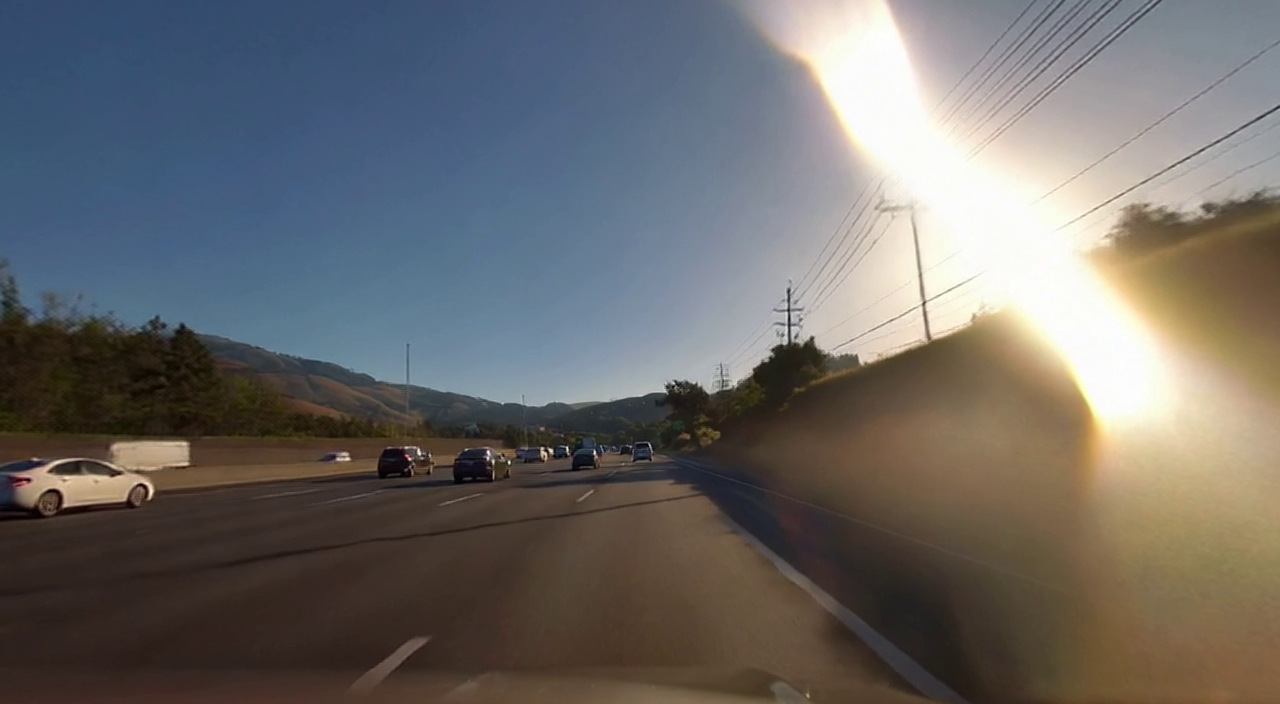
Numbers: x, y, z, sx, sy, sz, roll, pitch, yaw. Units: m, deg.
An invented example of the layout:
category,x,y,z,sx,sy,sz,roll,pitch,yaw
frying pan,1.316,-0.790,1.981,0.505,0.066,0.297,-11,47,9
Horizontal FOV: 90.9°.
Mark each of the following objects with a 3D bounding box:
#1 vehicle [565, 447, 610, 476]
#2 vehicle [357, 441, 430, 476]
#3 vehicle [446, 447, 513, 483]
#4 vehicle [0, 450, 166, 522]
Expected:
category,x,y,z,sx,sy,sz,roll,pitch,yaw
vehicle,-2.758,5.865,34.154,2.064,1.446,4.409,0,-9,0
vehicle,-14.394,6.242,37.216,2.172,1.946,5.017,0,-9,1
vehicle,-7.202,5.095,28.784,1.899,1.472,4.202,0,-9,1
vehicle,-14.237,3.105,15.123,1.885,1.474,4.849,0,-9,1
